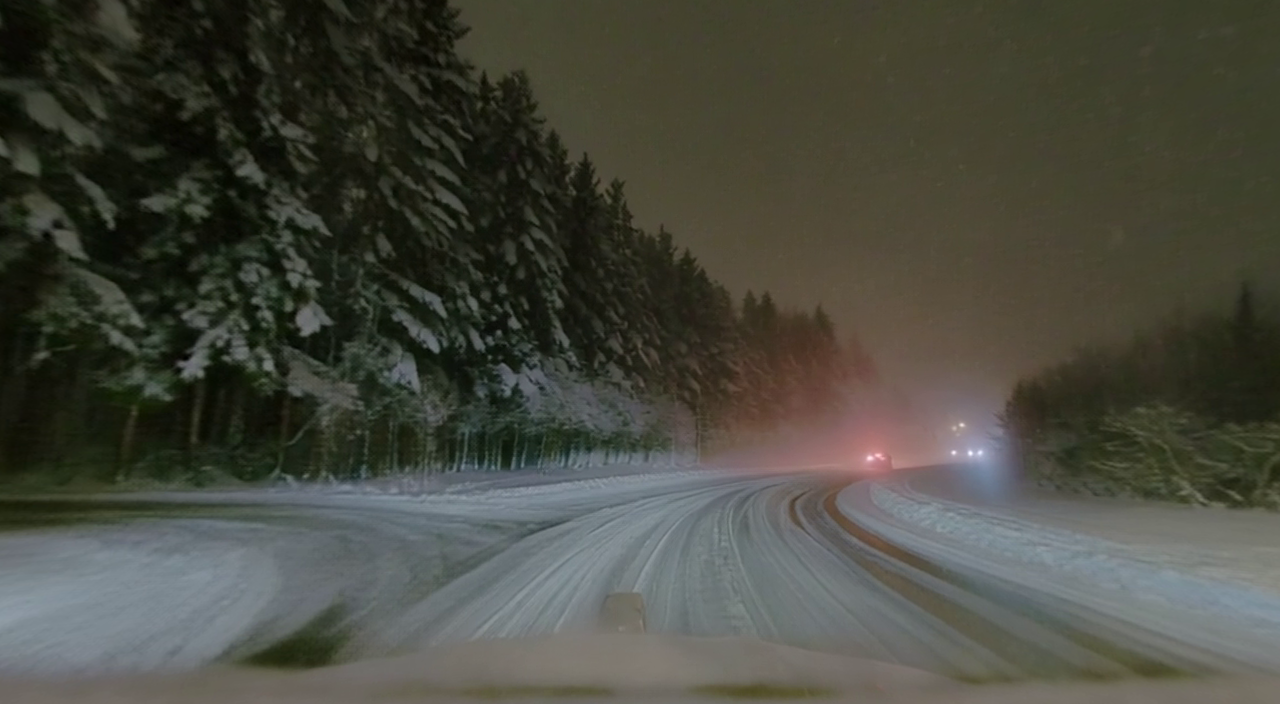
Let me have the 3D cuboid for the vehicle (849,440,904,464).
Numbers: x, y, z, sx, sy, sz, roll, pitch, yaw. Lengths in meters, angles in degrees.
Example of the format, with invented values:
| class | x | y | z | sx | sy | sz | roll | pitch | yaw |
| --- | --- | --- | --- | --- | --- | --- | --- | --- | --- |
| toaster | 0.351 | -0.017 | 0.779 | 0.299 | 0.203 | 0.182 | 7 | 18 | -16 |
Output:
| class | x | y | z | sx | sy | sz | roll | pitch | yaw |
| --- | --- | --- | --- | --- | --- | --- | --- | --- | --- |
| vehicle | 18.737 | 7.907 | 49.697 | 4.257 | 1.789 | 1.988 | 7 | -9 | -36 |
